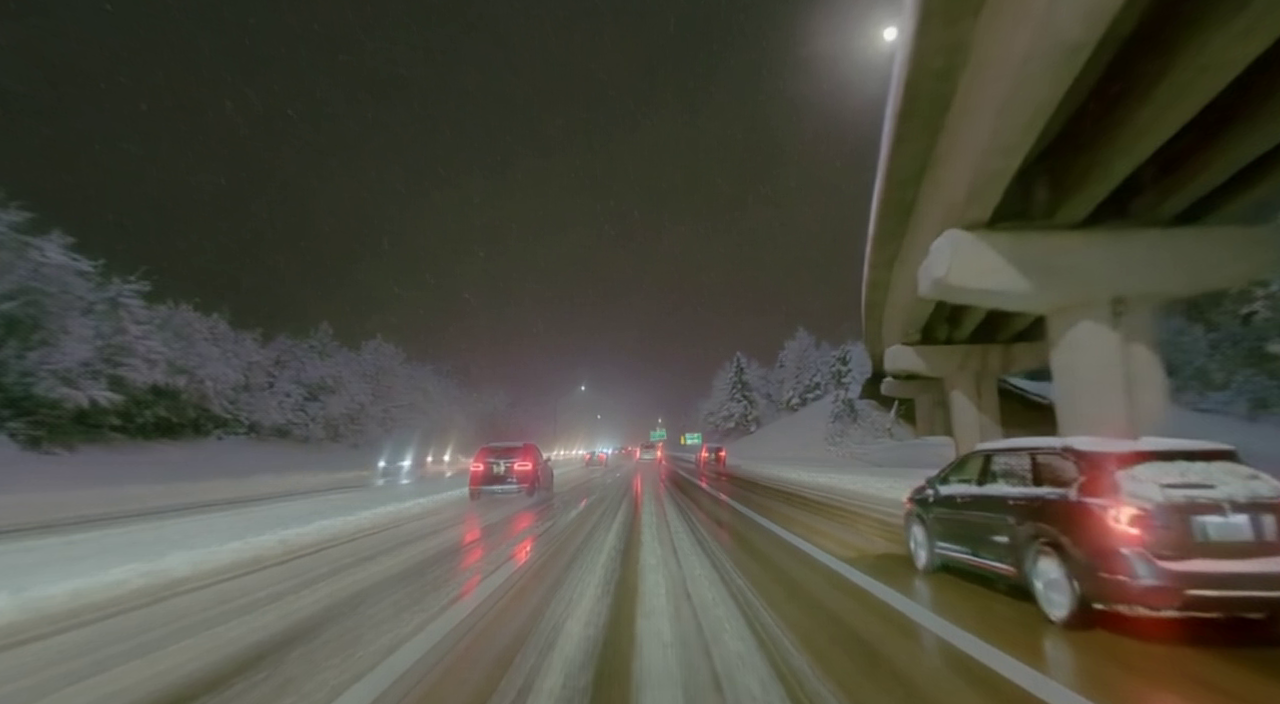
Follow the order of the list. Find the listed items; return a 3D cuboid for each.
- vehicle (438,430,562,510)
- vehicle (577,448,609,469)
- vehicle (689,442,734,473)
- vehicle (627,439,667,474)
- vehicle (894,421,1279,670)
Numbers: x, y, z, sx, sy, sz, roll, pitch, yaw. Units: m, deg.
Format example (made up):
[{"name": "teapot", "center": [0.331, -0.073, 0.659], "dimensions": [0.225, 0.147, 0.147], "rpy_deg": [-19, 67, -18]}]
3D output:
[{"name": "vehicle", "center": [-3.379, 2.957, 16.211], "dimensions": [2.089, 1.751, 4.515], "rpy_deg": [0, -9, 1]}, {"name": "vehicle", "center": [-3.409, 7.845, 46.544], "dimensions": [1.994, 1.475, 4.171], "rpy_deg": [0, -9, 0]}, {"name": "vehicle", "center": [4.440, 6.657, 39.869], "dimensions": [2.231, 1.807, 4.588], "rpy_deg": [0, -9, -1]}, {"name": "vehicle", "center": [0.387, 6.083, 36.885], "dimensions": [2.155, 1.909, 4.529], "rpy_deg": [0, -9, 0]}, {"name": "vehicle", "center": [4.163, 1.511, 5.935], "dimensions": [1.959, 1.554, 3.795], "rpy_deg": [0, -9, 0]}]
